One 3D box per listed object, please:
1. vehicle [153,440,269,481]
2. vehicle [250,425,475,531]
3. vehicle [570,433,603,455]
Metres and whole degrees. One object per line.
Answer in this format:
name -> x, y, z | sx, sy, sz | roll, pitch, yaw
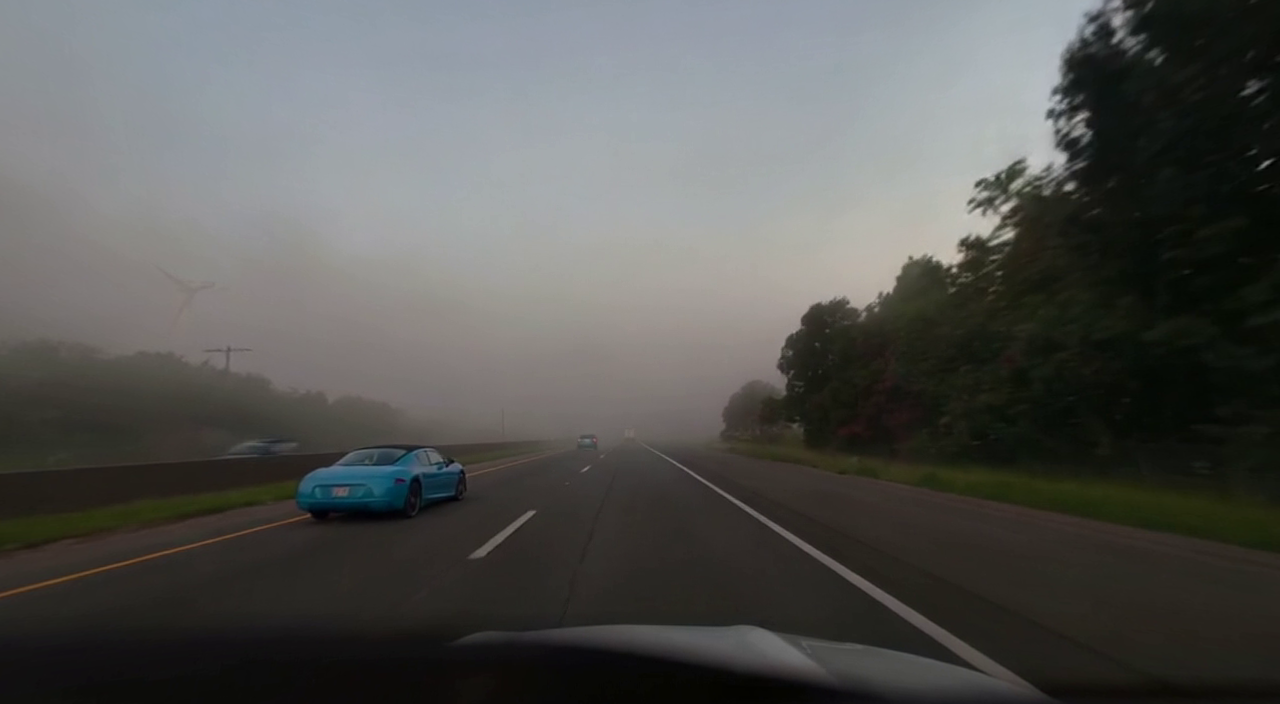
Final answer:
vehicle -> -17.334, 4.358, 25.726 | 1.900, 1.528, 4.061 | 0, -8, -1
vehicle -> -4.302, 1.989, 10.648 | 1.969, 1.413, 4.194 | 0, -8, -1
vehicle -> -3.631, 6.284, 43.212 | 2.024, 1.456, 3.754 | 0, -8, -2
